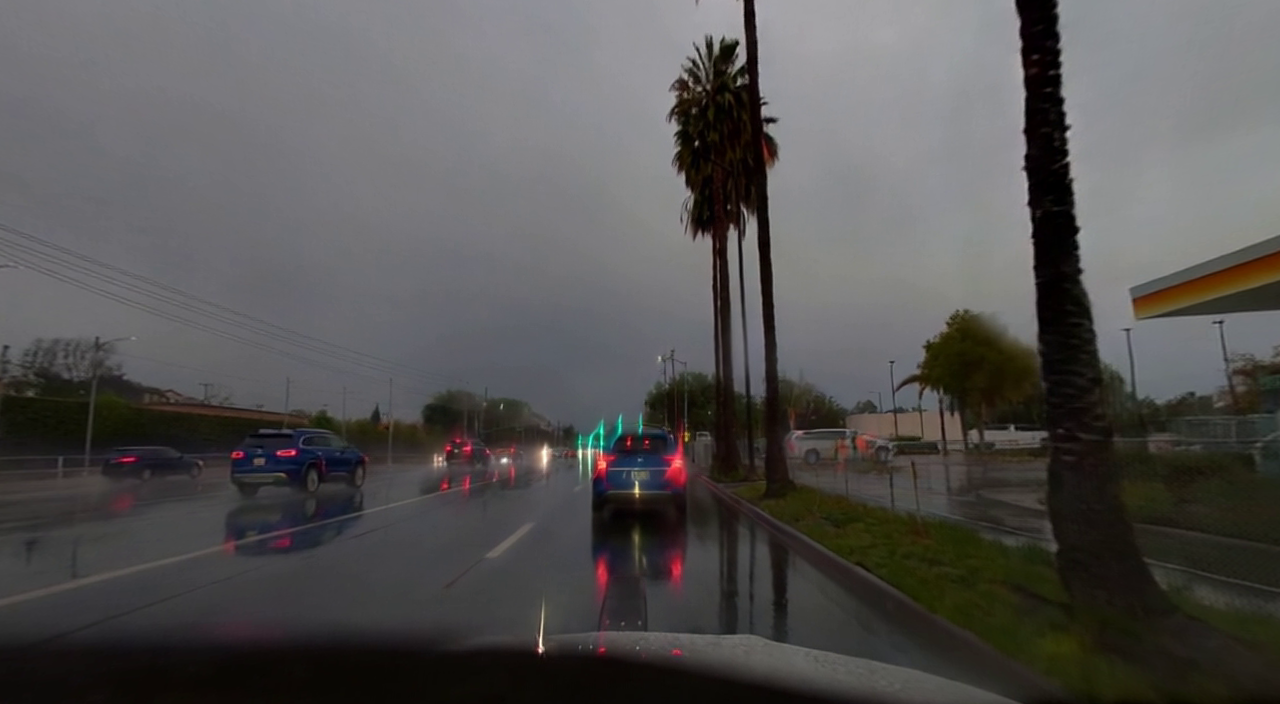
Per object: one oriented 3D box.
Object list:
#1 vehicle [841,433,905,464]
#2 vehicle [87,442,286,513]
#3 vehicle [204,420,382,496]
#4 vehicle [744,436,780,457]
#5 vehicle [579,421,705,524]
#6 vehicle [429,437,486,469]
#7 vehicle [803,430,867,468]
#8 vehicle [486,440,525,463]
[{"bbox_3d":[12.052,5.030,32.758,1.681,1.503,3.781,1,-9,-3],"label":"vehicle"},{"bbox_3d":[-10.039,2.762,14.283,1.924,1.384,3.426,0,-8,0],"label":"vehicle"},{"bbox_3d":[-10.034,3.124,18.861,2.269,1.934,5.350,0,-9,0],"label":"vehicle"},{"bbox_3d":[9.142,7.169,47.444,1.929,1.496,4.245,0,-9,0],"label":"vehicle"},{"bbox_3d":[0.065,2.336,12.647,2.121,1.710,3.893,0,-9,1],"label":"vehicle"},{"bbox_3d":[-10.576,5.875,36.705,1.965,1.743,4.327,0,-9,1],"label":"vehicle"},{"bbox_3d":[8.230,4.037,26.238,1.837,1.416,3.947,-4,-10,27],"label":"vehicle"},{"bbox_3d":[-10.459,7.789,49.310,1.998,1.731,4.952,0,-8,0],"label":"vehicle"}]
